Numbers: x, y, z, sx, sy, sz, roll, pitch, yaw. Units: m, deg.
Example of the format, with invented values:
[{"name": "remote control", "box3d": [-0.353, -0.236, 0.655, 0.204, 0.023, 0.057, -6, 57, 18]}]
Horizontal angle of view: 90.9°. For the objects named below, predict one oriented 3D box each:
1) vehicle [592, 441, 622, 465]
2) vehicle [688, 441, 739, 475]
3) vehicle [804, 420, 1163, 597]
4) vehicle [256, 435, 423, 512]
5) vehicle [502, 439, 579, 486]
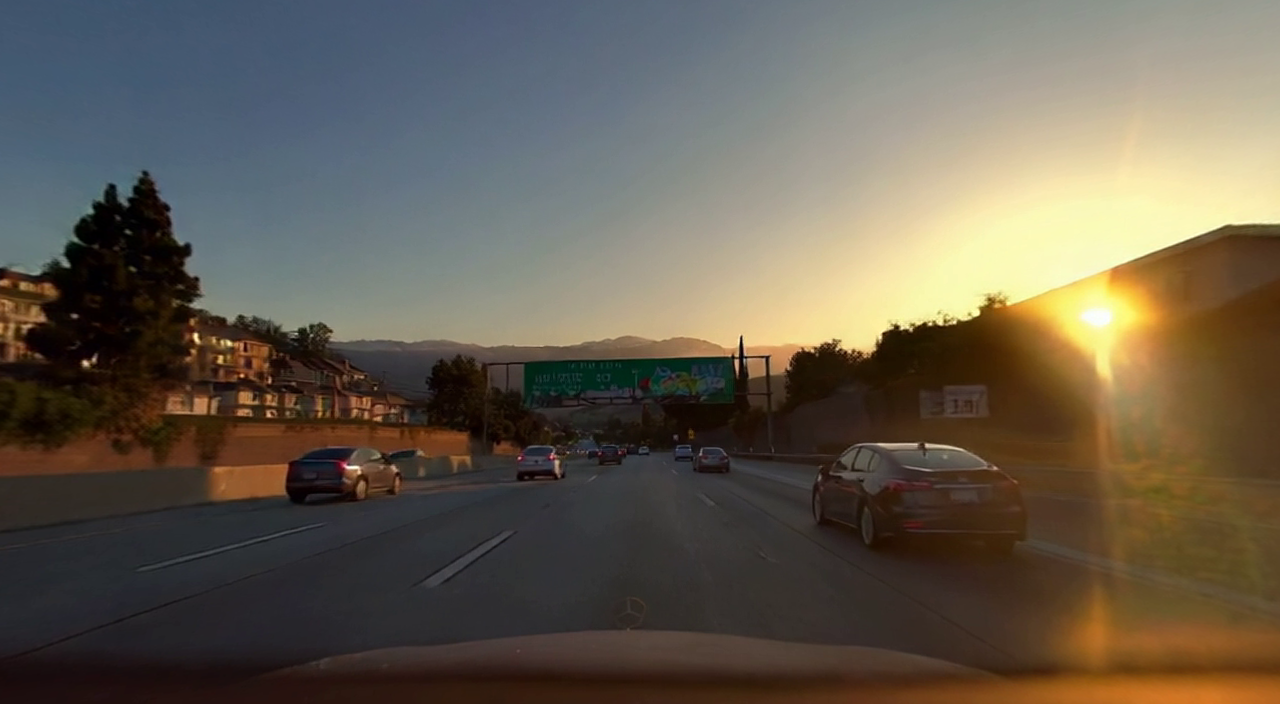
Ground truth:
[{"name": "vehicle", "box3d": [-2.572, 7.989, 49.980, 2.183, 1.764, 4.134, 0, -8, -1]}, {"name": "vehicle", "box3d": [3.346, 4.896, 29.309, 1.854, 1.438, 3.954, 0, -8, 0]}, {"name": "vehicle", "box3d": [3.539, 1.672, 7.657, 1.912, 1.509, 4.291, 0, -8, 0]}, {"name": "vehicle", "box3d": [-7.329, 2.977, 15.984, 2.057, 1.681, 4.277, 0, -8, 1]}, {"name": "vehicle", "box3d": [-3.630, 4.119, 23.882, 2.136, 1.571, 4.285, 0, -8, 1]}]
